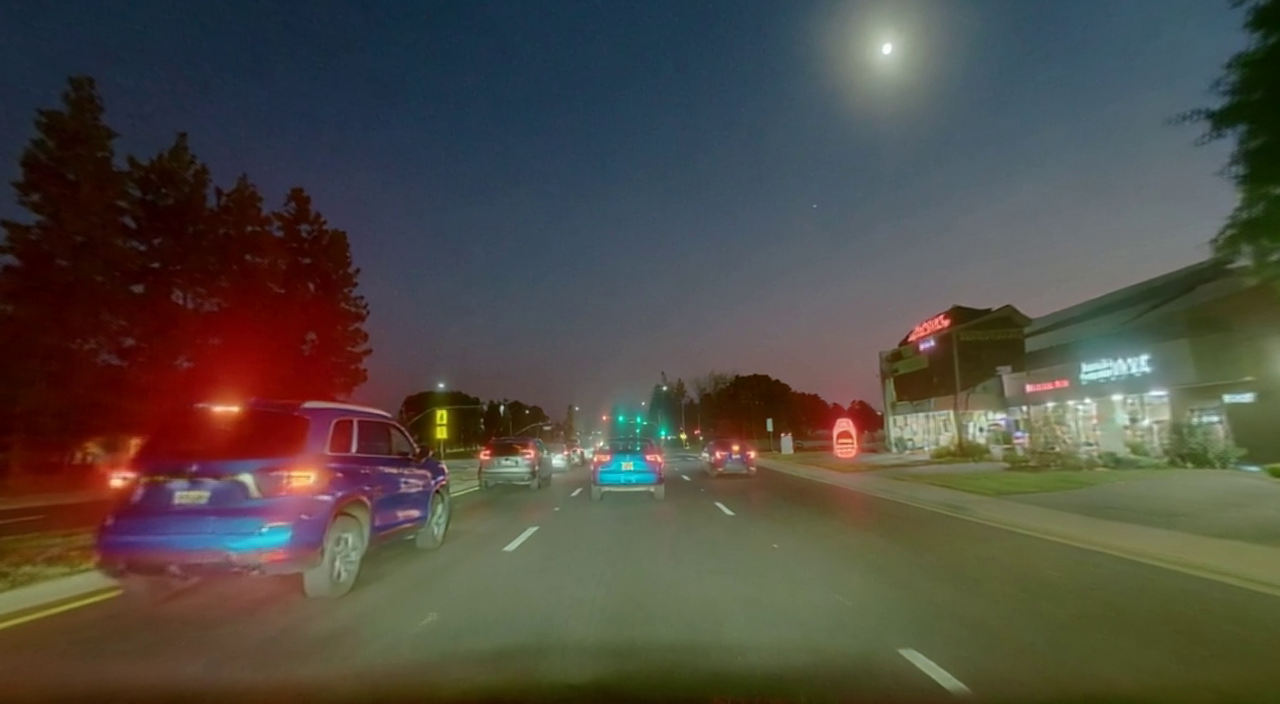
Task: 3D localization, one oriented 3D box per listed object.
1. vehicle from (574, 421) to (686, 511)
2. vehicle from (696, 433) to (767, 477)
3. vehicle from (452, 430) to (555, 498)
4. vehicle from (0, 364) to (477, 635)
[{"bbox_3d":[-0.209,2.465,14.077,2.112,1.693,4.058,0,-8,-1],"label":"vehicle"},{"bbox_3d":[3.734,4.324,26.720,2.188,1.685,4.604,0,-8,-2],"label":"vehicle"},{"bbox_3d":[-3.671,3.097,17.832,1.948,1.668,4.279,0,-8,0],"label":"vehicle"},{"bbox_3d":[-3.604,1.392,7.003,2.304,1.928,4.833,0,-8,0],"label":"vehicle"}]
